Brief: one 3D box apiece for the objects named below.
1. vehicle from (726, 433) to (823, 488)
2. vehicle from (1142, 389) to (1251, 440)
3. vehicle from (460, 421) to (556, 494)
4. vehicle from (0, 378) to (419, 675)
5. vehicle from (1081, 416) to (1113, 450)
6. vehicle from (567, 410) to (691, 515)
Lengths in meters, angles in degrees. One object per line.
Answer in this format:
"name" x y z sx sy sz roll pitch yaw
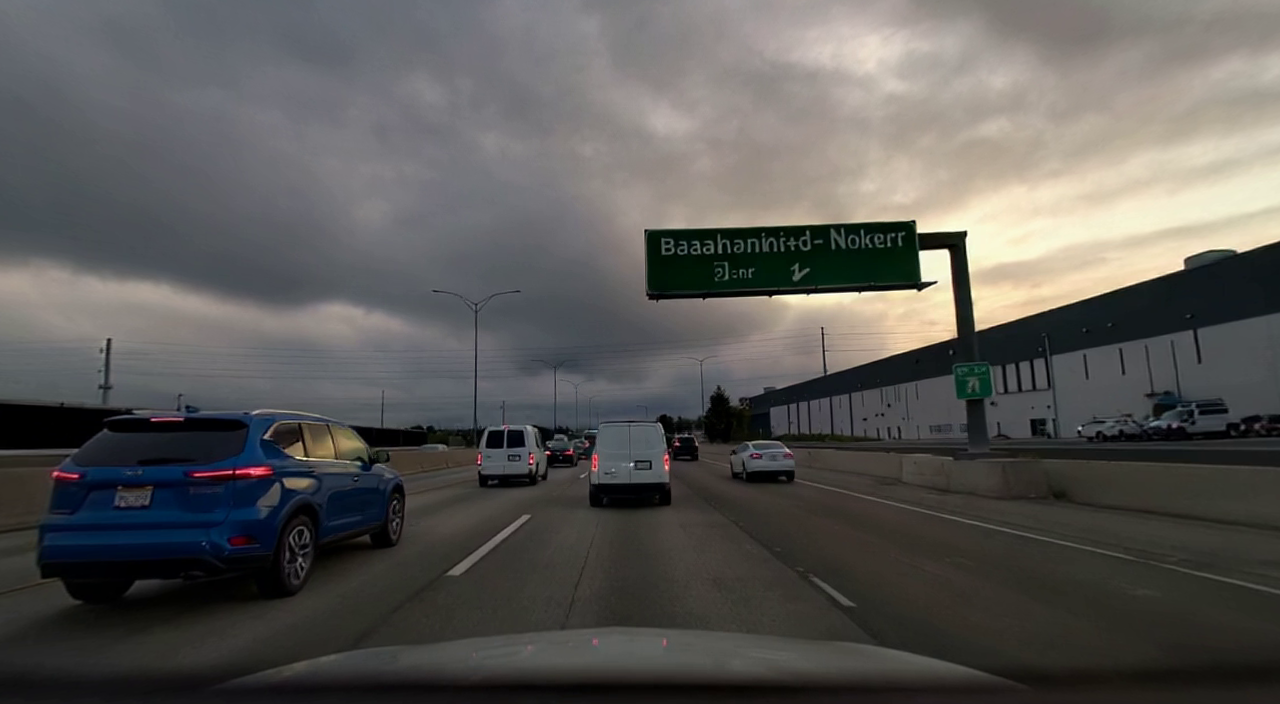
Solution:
"vehicle" 4.033 3.303 19.536 1.999 1.494 3.833 0 -8 -2
"vehicle" 36.307 4.193 41.285 2.528 3.094 4.804 -1 -8 1
"vehicle" -3.869 3.174 19.263 2.038 1.936 4.300 0 -8 -1
"vehicle" -3.807 1.316 5.878 1.972 1.703 4.333 0 -8 -1
"vehicle" 30.810 5.470 42.405 1.480 2.238 1.864 -6 -10 36
"vehicle" -0.284 2.364 13.928 2.304 1.925 4.282 0 -8 -2
